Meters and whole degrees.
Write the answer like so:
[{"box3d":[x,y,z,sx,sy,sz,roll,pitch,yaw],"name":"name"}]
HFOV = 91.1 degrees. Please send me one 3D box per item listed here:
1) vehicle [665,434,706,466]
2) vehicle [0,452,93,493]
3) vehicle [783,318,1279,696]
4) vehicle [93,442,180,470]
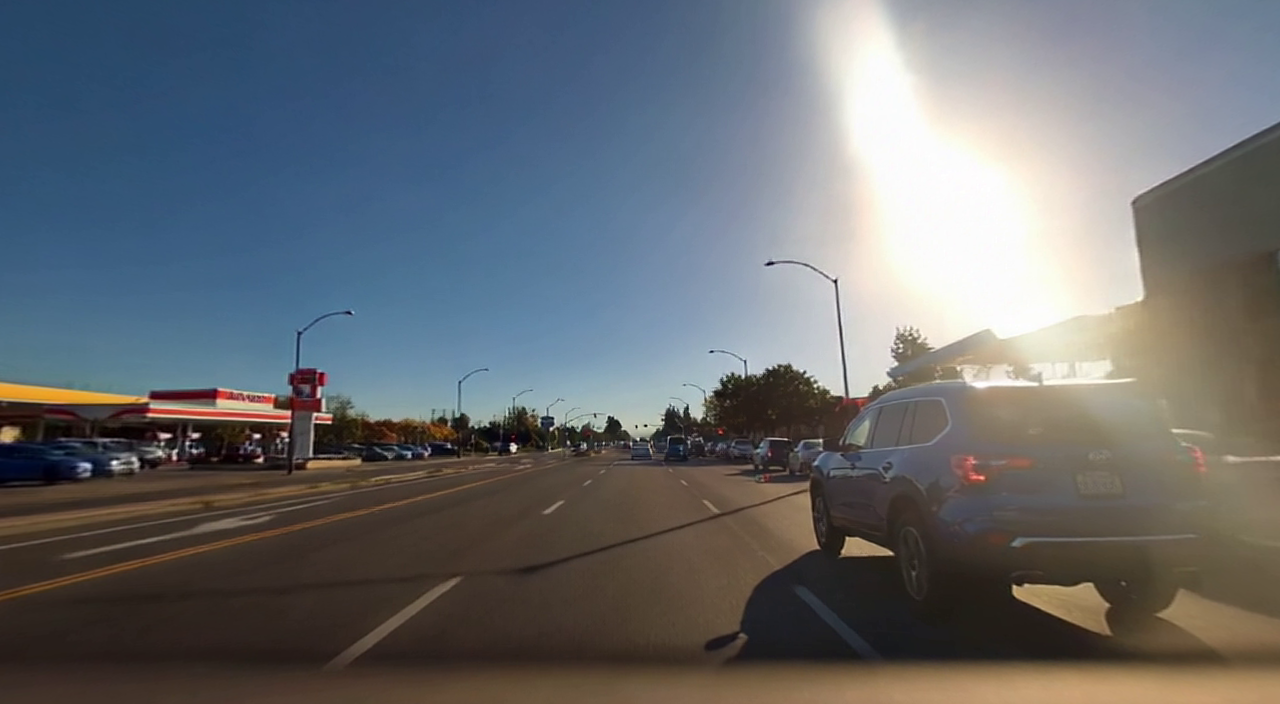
[{"box3d":[2.794,6.229,40.085,2.317,1.857,5.150,0,-8,1],"name":"vehicle"},{"box3d":[-24.484,4.702,24.684,1.822,1.466,4.445,0,-8,1],"name":"vehicle"},{"box3d":[2.985,1.131,5.706,2.246,1.963,4.777,0,-8,0],"name":"vehicle"},{"box3d":[-32.753,6.770,41.003,1.925,1.680,4.396,0,-9,1],"name":"vehicle"}]
